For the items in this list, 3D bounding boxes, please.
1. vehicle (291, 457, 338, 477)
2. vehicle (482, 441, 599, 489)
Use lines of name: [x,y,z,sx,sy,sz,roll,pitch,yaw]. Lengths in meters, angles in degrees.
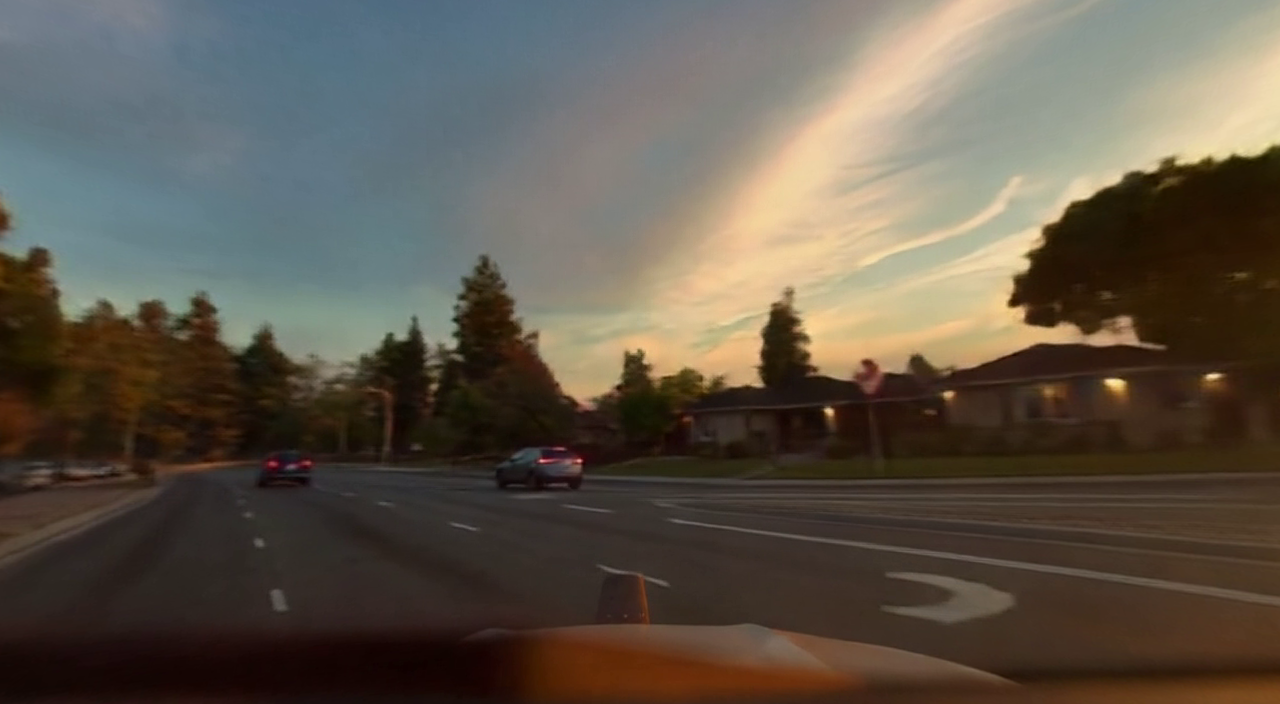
vehicle: [-25.782,9.057,49.850,1.933,1.460,4.882,7,-11,-43]
vehicle: [-4.223,4.641,26.284,4.995,1.798,2.102,-8,-11,40]
